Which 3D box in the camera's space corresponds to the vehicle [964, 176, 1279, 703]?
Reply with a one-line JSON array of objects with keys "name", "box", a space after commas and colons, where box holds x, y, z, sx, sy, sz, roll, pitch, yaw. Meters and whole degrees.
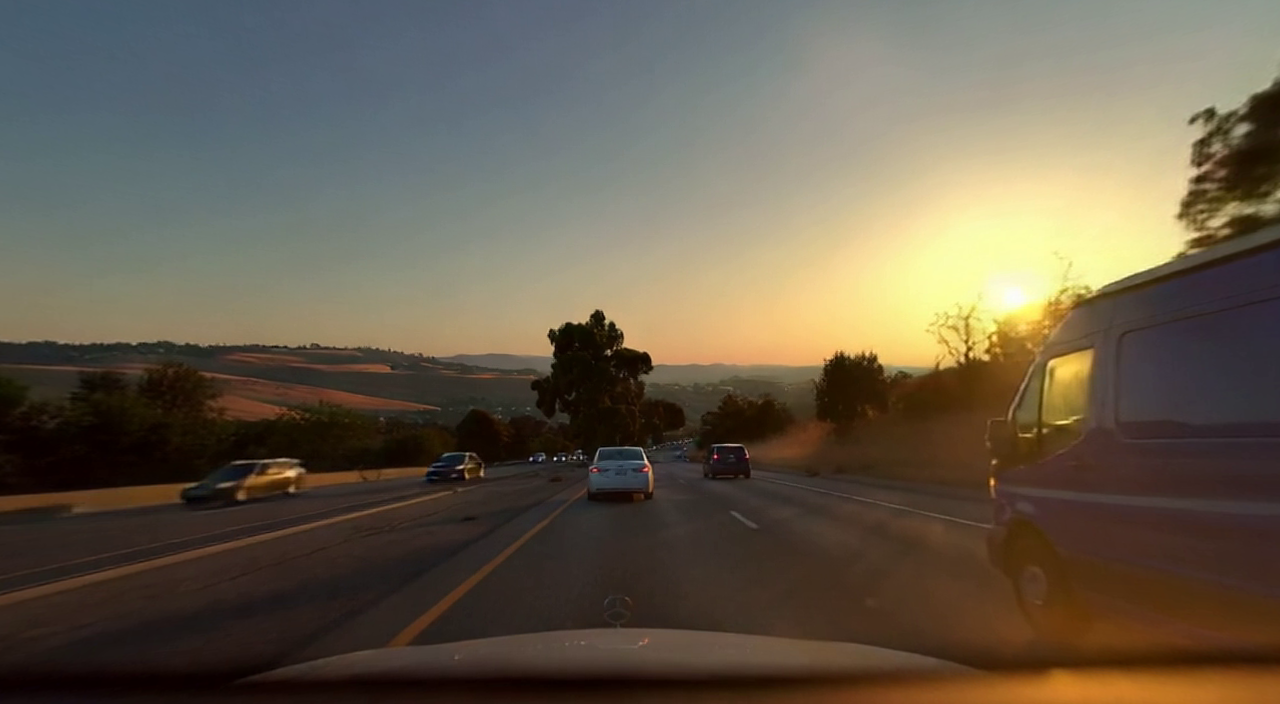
[{"name": "vehicle", "box": [3.891, 0.394, 2.073, 2.399, 2.421, 5.829, 0, -9, -1]}]

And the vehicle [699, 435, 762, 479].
[{"name": "vehicle", "box": [4.312, 5.093, 30.718, 2.261, 1.952, 4.784, 0, -9, -1]}]

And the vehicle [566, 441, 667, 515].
[{"name": "vehicle", "box": [-0.486, 2.856, 14.646, 2.029, 1.483, 3.769, 0, -9, 0]}]

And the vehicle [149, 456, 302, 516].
[{"name": "vehicle", "box": [-12.322, 3.956, 19.027, 1.823, 1.539, 4.087, 0, -9, 0]}]

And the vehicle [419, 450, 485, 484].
[{"name": "vehicle", "box": [-8.910, 5.457, 30.047, 1.894, 1.505, 4.103, 0, -9, 0]}]
